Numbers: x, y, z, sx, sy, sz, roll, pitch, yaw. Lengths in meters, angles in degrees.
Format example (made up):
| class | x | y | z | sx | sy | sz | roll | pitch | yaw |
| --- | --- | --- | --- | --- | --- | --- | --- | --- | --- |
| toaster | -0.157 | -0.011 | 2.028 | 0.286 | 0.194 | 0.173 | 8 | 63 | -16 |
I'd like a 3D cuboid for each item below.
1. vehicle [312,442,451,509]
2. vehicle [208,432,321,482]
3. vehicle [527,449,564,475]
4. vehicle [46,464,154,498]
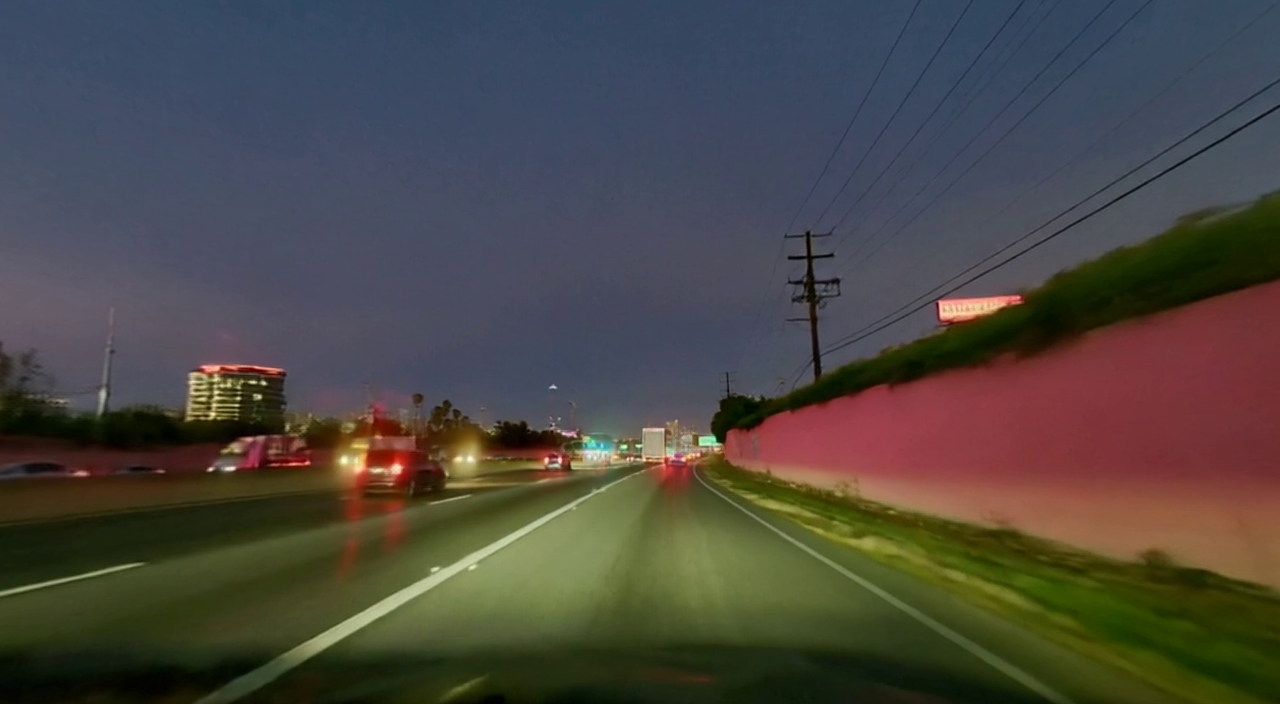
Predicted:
| class | x | y | z | sx | sy | sz | roll | pitch | yaw |
| --- | --- | --- | --- | --- | --- | --- | --- | --- | --- |
| vehicle | -6.706 | 3.229 | 16.860 | 1.966 | 1.565 | 3.766 | -1 | -9 | 3 |
| vehicle | -25.722 | 7.249 | 43.710 | 2.532 | 3.078 | 7.751 | -1 | -9 | 5 |
| vehicle | -5.779 | 6.793 | 38.988 | 1.708 | 1.489 | 2.840 | -1 | -9 | 3 |
| vehicle | -26.822 | 6.386 | 31.461 | 1.758 | 1.424 | 3.929 | -1 | -9 | 3 |
